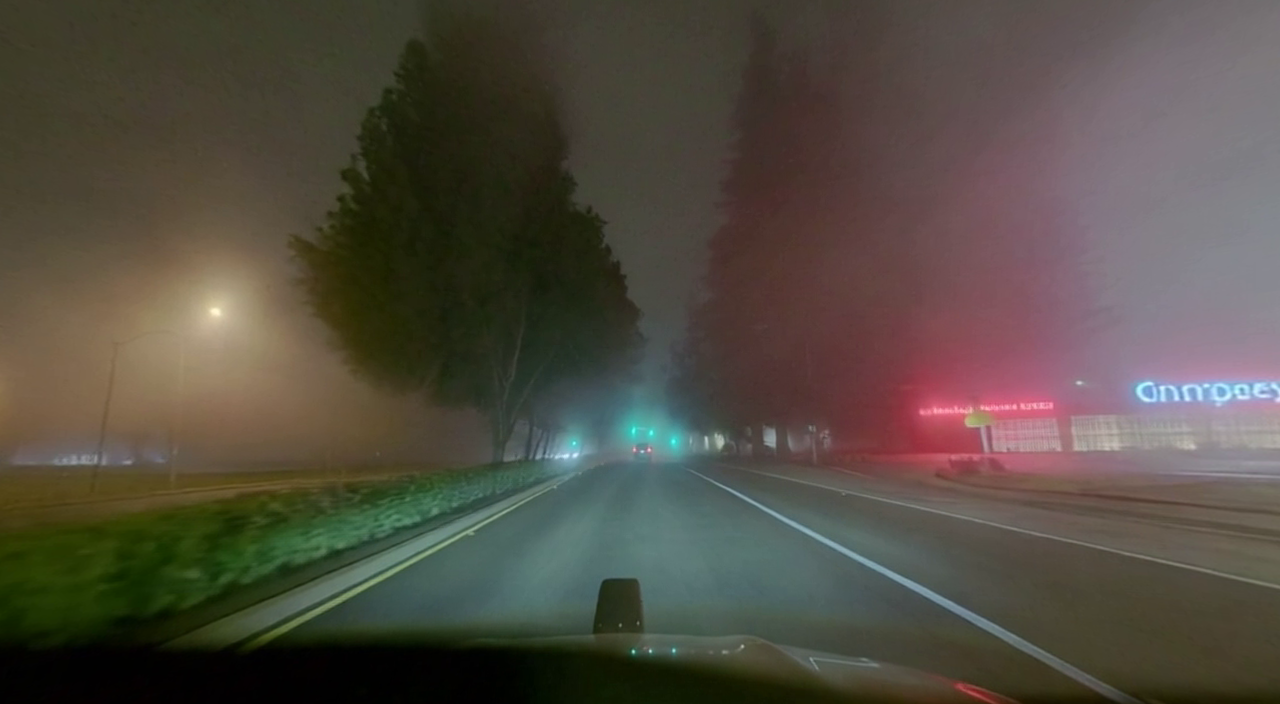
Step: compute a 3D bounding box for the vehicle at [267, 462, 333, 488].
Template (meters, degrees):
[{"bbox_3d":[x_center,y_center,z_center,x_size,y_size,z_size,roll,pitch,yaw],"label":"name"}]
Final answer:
[{"bbox_3d":[-20.918,7.543,39.059,1.904,1.412,3.929,0,-8,0],"label":"vehicle"}]
